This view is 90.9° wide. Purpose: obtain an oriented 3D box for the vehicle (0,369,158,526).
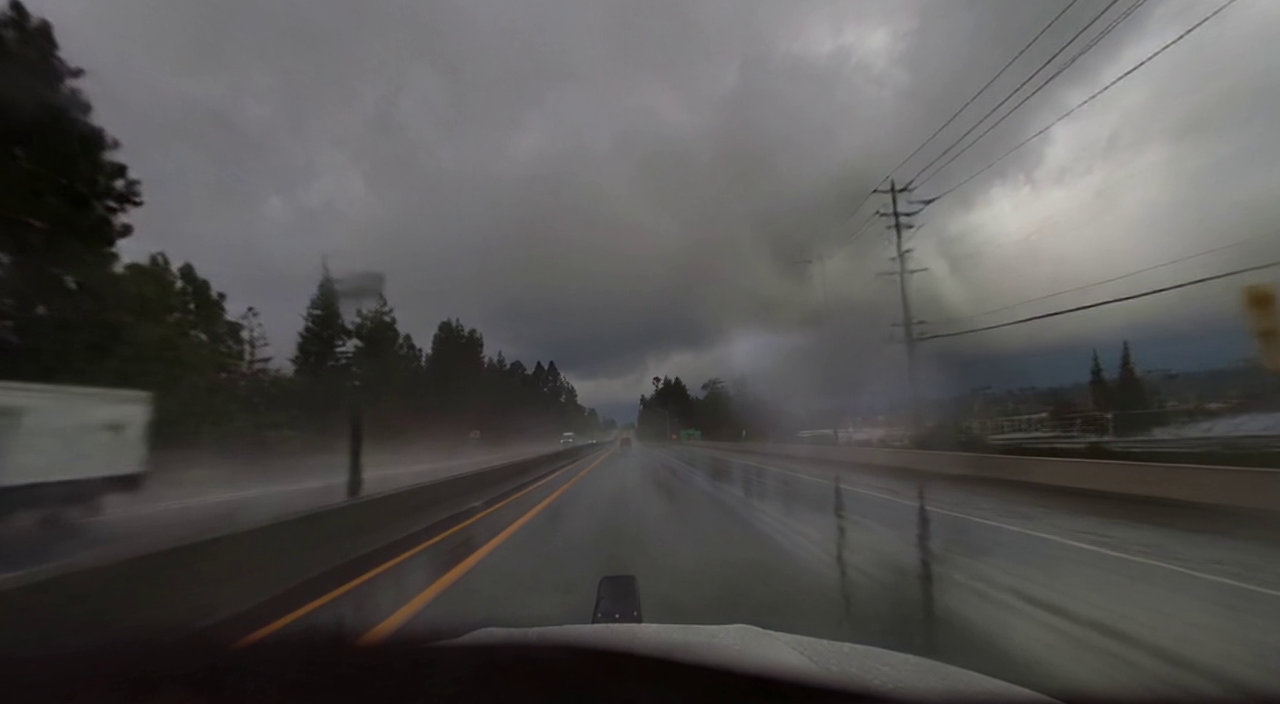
[{"bbox_3d":[-13.108,1.805,11.925,2.579,2.887,6.759,0,-8,0],"label":"vehicle"}]
